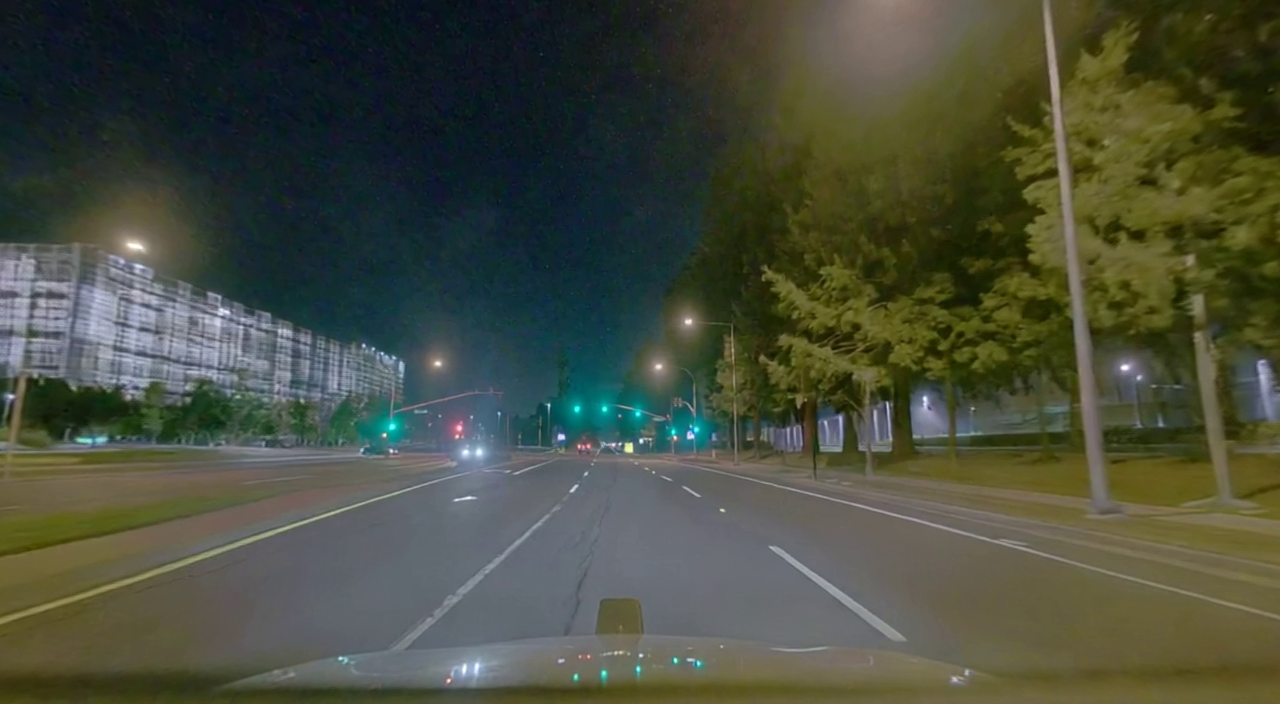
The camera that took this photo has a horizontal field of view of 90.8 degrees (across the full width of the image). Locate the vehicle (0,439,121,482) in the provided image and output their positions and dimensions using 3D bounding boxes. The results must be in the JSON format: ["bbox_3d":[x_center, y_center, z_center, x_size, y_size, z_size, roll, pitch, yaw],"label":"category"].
[{"bbox_3d":[-22.409,4.072,23.927,1.792,1.446,4.493,0,-9,-2],"label":"vehicle"}]
